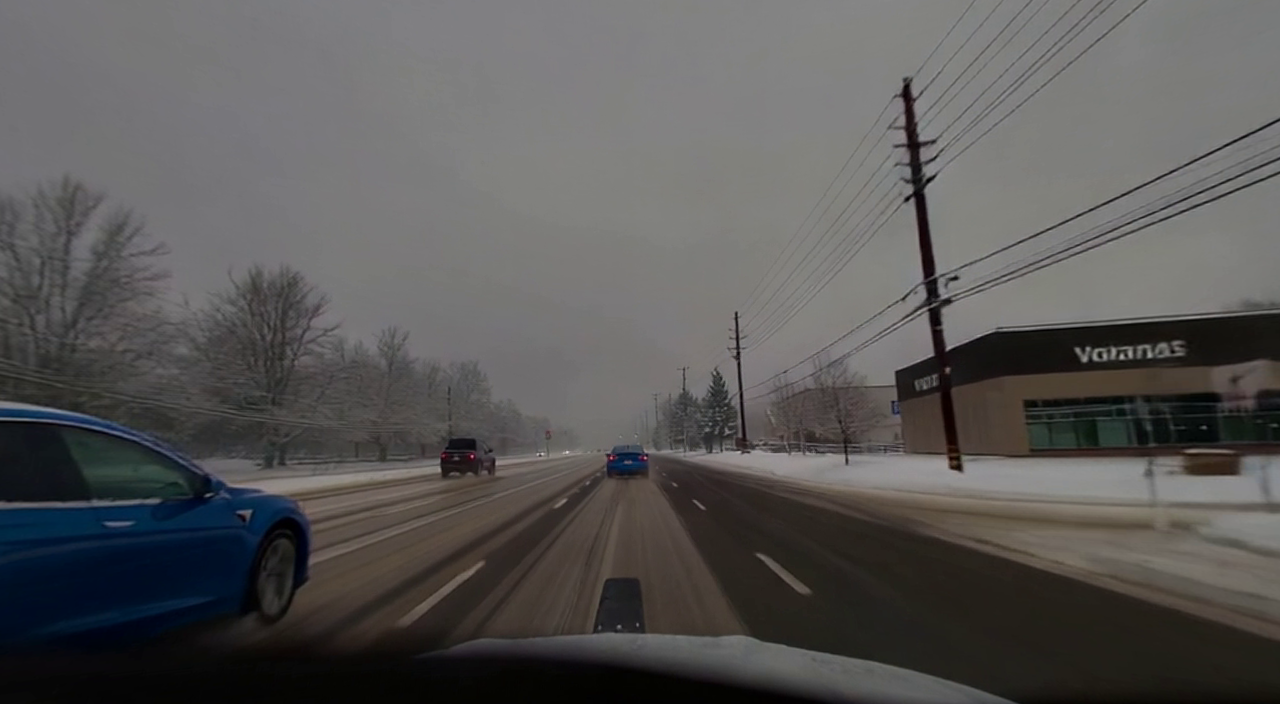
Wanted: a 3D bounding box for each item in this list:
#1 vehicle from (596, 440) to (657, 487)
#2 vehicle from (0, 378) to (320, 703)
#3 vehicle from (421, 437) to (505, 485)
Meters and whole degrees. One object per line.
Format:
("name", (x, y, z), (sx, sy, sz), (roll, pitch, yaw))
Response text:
("vehicle", (-0.495, 4.291, 24.695), (2.189, 1.652, 4.135), (0, -9, 0))
("vehicle", (-3.719, 0.949, 2.854), (1.985, 1.607, 4.892), (0, -9, 0))
("vehicle", (-7.348, 4.572, 26.792), (2.203, 1.819, 4.547), (0, -8, 1))
